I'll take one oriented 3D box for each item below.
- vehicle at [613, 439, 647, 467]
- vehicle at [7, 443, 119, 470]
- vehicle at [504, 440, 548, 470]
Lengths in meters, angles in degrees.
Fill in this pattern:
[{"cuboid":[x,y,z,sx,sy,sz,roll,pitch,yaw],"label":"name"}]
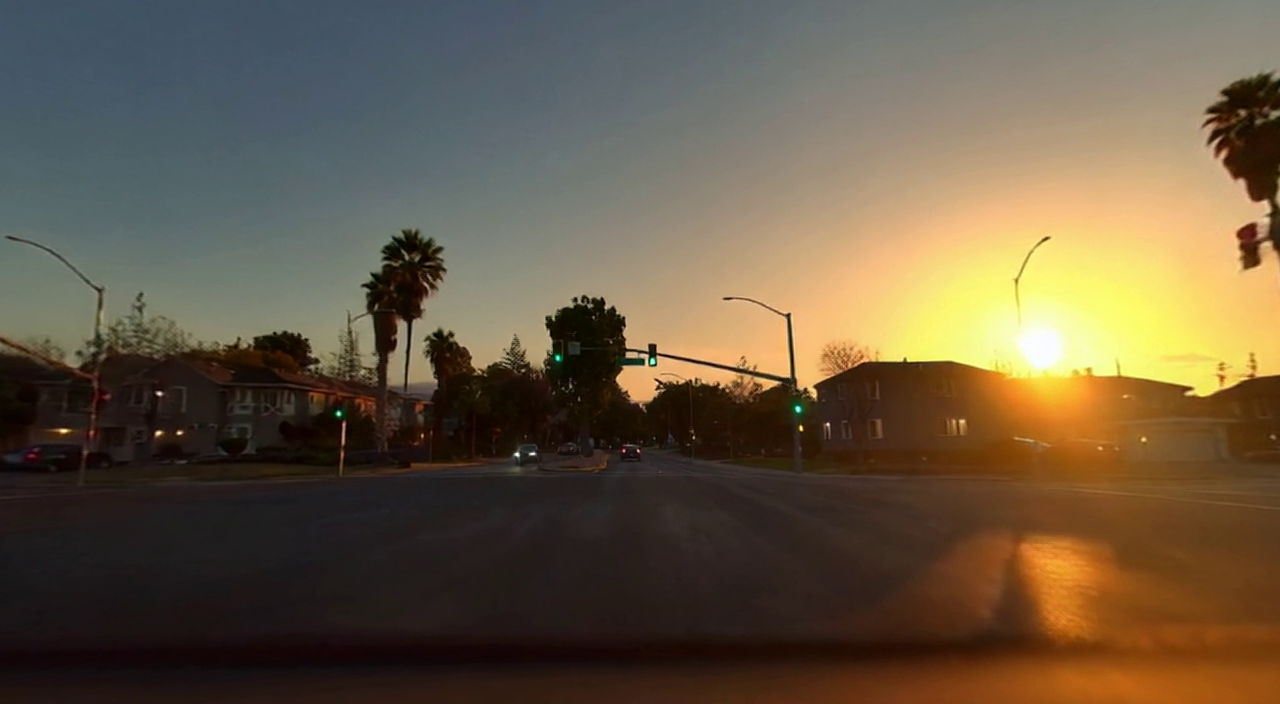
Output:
[{"cuboid":[-0.780,7.053,44.516,2.248,1.833,4.798,0,-8,-3],"label":"vehicle"},{"cuboid":[-35.453,6.398,39.013,4.887,1.546,1.807,7,-11,-40],"label":"vehicle"},{"cuboid":[-6.809,6.172,38.016,1.983,1.684,3.938,0,-8,-1],"label":"vehicle"}]
